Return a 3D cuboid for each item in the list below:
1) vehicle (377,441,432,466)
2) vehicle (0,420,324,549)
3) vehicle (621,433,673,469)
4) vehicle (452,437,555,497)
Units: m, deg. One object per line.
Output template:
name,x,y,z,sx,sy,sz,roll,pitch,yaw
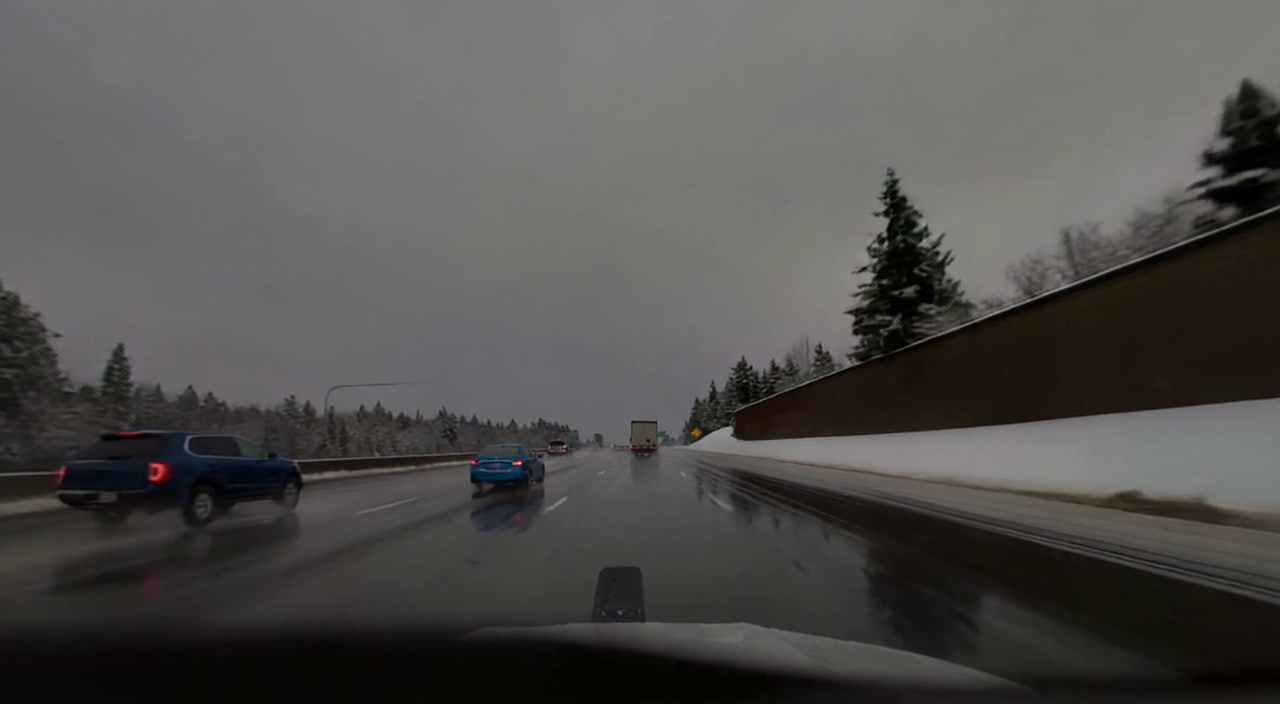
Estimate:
vehicle,-16.970,7.332,45.640,2.081,1.639,4.832,0,-9,1
vehicle,-7.697,2.099,10.698,2.189,1.673,4.699,0,-9,0
vehicle,0.336,5.872,37.390,2.856,1.994,4.931,0,-9,-1
vehicle,-3.801,3.272,18.348,2.000,1.512,4.371,0,-9,0
